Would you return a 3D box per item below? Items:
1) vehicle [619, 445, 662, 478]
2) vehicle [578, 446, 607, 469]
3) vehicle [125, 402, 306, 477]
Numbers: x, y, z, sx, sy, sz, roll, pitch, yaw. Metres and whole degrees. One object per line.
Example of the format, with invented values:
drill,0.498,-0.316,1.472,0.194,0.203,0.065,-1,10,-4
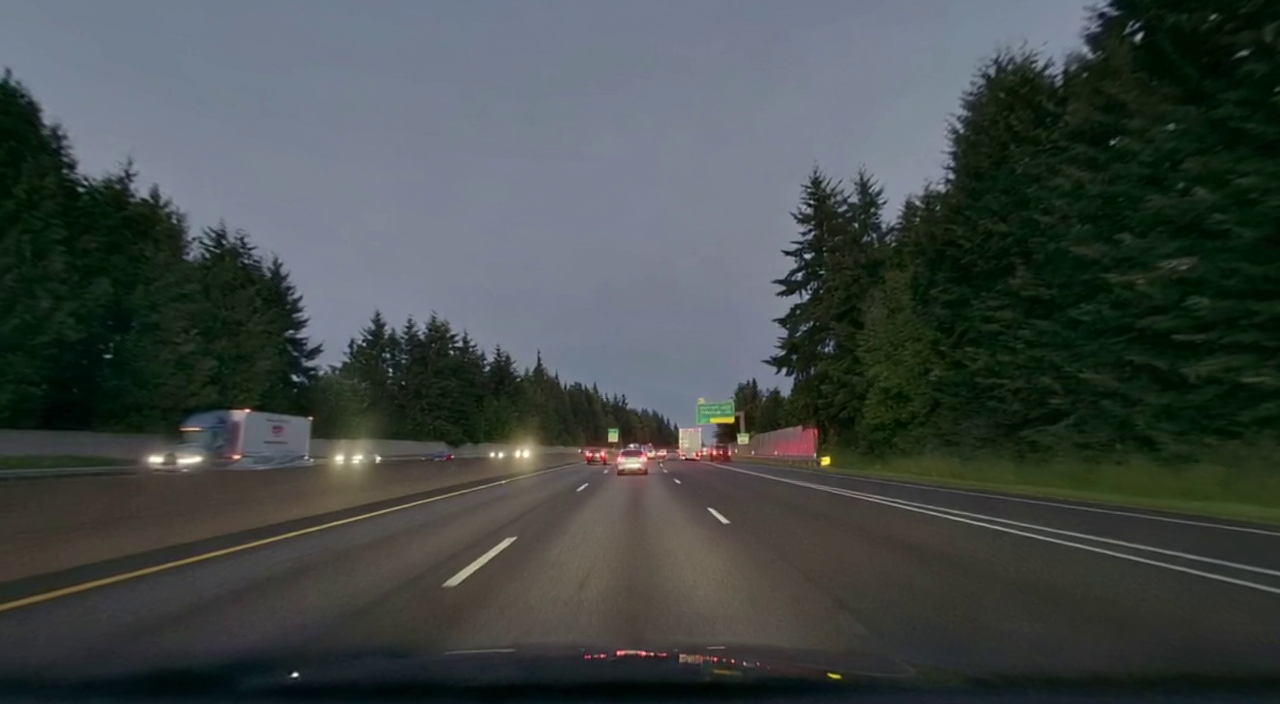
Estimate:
vehicle,0.027,5.510,31.813,2.035,1.513,4.272,0,-9,0
vehicle,-3.431,7.702,46.036,1.874,1.555,3.487,0,-9,0
vehicle,-24.694,5.325,37.729,3.117,3.806,10.287,-1,-9,3
